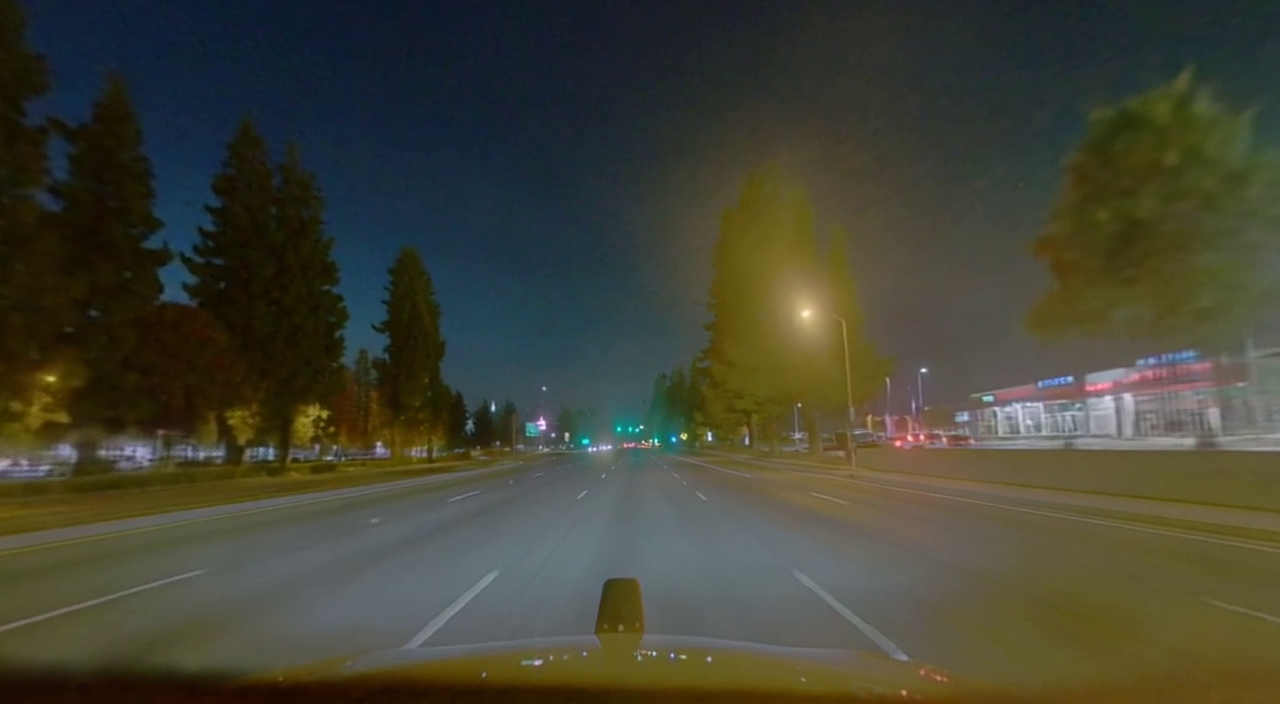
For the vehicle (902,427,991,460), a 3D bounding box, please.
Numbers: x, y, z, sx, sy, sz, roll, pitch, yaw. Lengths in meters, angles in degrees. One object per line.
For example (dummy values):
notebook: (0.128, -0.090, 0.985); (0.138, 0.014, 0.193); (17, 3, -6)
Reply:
vehicle: (23.272, 6.937, 48.081); (5.460, 1.980, 2.188); (-5, -8, 1)
